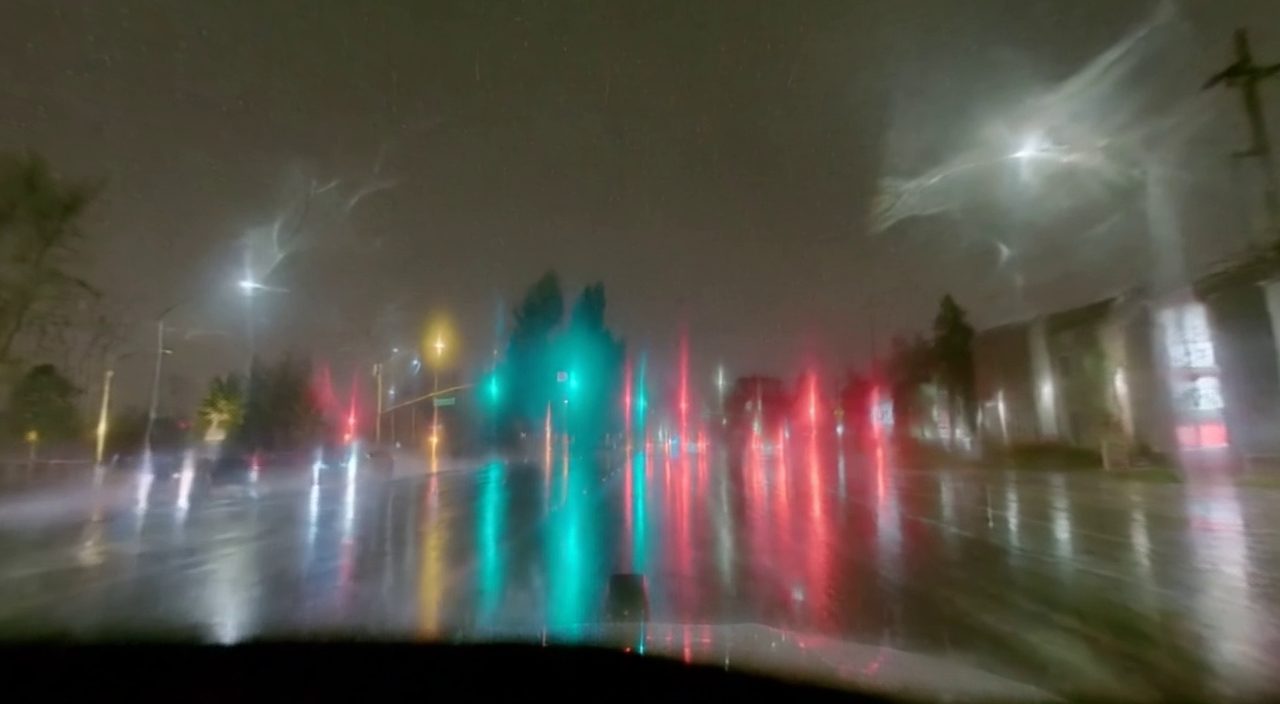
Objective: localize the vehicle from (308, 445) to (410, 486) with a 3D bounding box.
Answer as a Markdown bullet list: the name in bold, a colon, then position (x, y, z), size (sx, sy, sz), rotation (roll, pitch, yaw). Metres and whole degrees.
- **vehicle**: position (-11.200, 4.538, 25.555), size (1.943, 1.463, 4.707), rotation (0, -9, 1)

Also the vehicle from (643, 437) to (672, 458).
- **vehicle**: position (1.301, 7.201, 47.445), size (2.099, 1.516, 4.681), rotation (0, -9, 2)

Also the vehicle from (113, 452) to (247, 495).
- **vehicle**: position (-18.325, 4.834, 25.451), size (1.939, 1.500, 4.547), rotation (0, -9, 1)

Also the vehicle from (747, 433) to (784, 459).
- **vehicle**: position (9.578, 7.218, 48.484), size (2.132, 1.892, 4.851), rotation (-1, -8, 3)
